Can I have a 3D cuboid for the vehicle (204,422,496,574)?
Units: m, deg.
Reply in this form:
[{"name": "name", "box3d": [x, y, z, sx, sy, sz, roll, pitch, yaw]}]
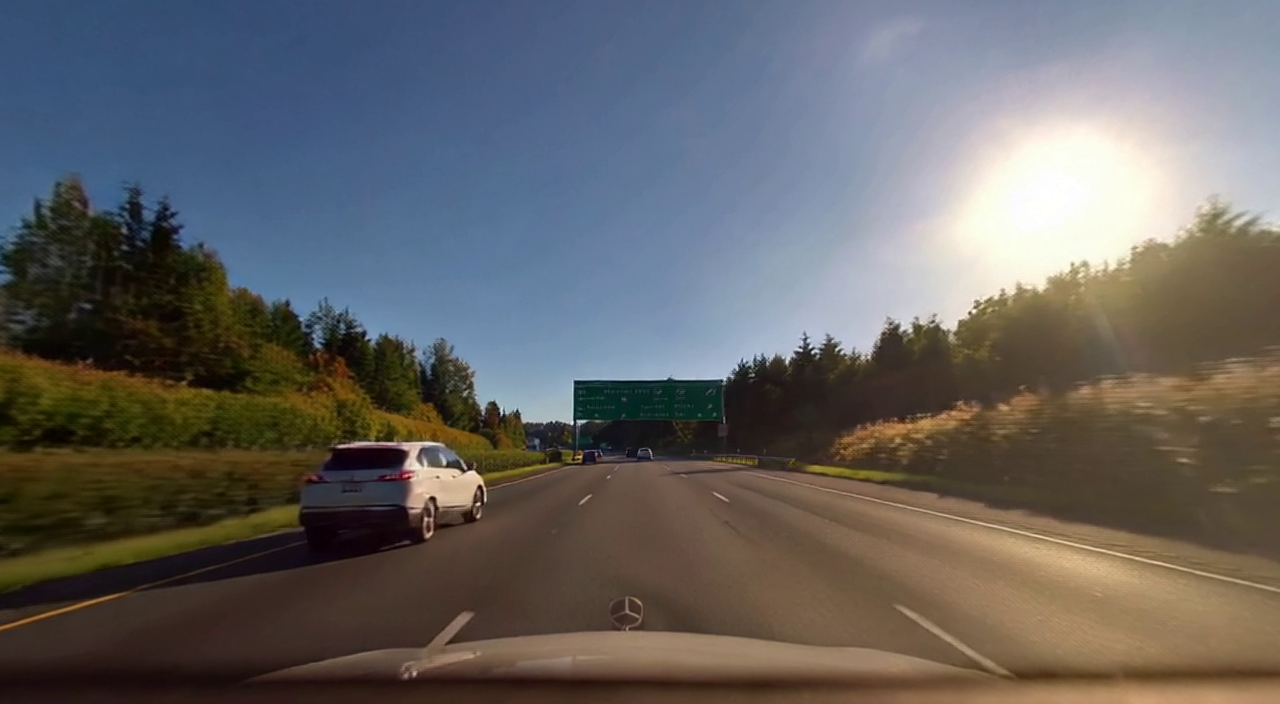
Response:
[{"name": "vehicle", "box3d": [-3.587, 1.900, 8.969, 2.028, 1.584, 4.481, 0, -9, 0]}]
